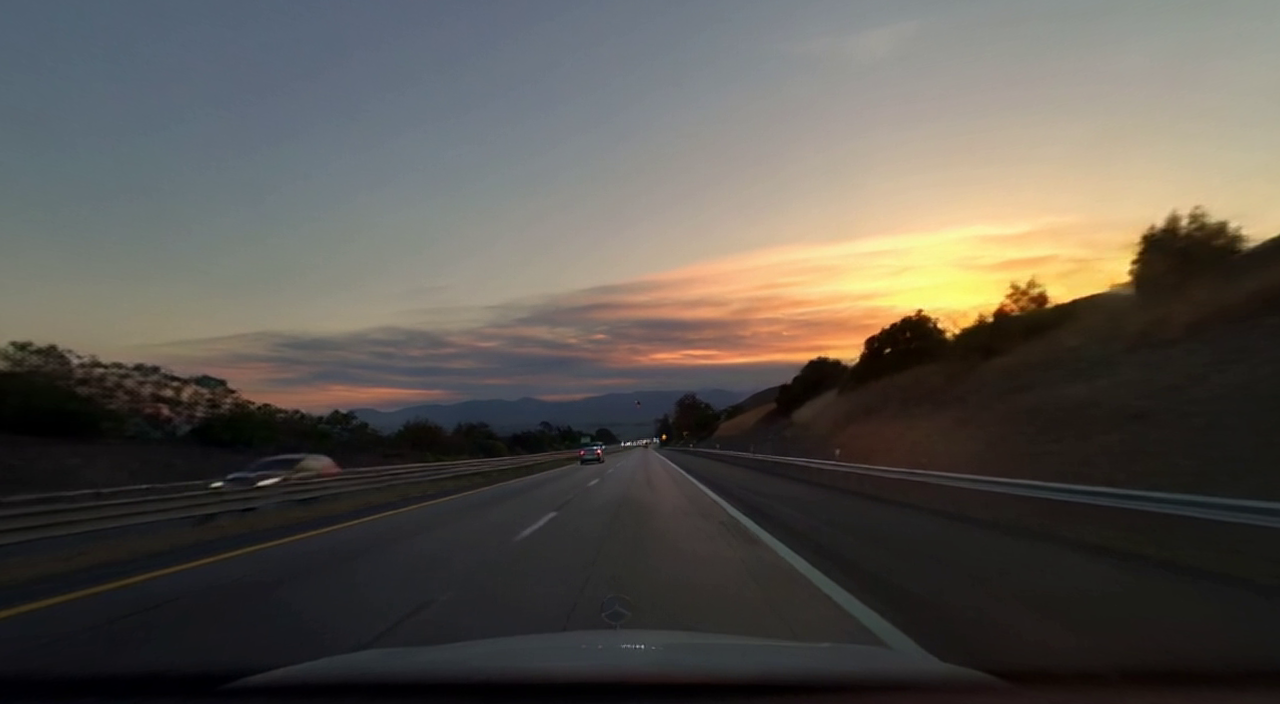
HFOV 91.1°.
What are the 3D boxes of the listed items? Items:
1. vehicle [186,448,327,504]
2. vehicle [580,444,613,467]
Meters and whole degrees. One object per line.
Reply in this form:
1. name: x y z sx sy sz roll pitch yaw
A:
1. vehicle: -12.603 4.081 21.077 1.937 1.655 4.304 0 -9 1
2. vehicle: -3.275 7.888 48.077 2.139 1.577 4.546 -2 -9 1
